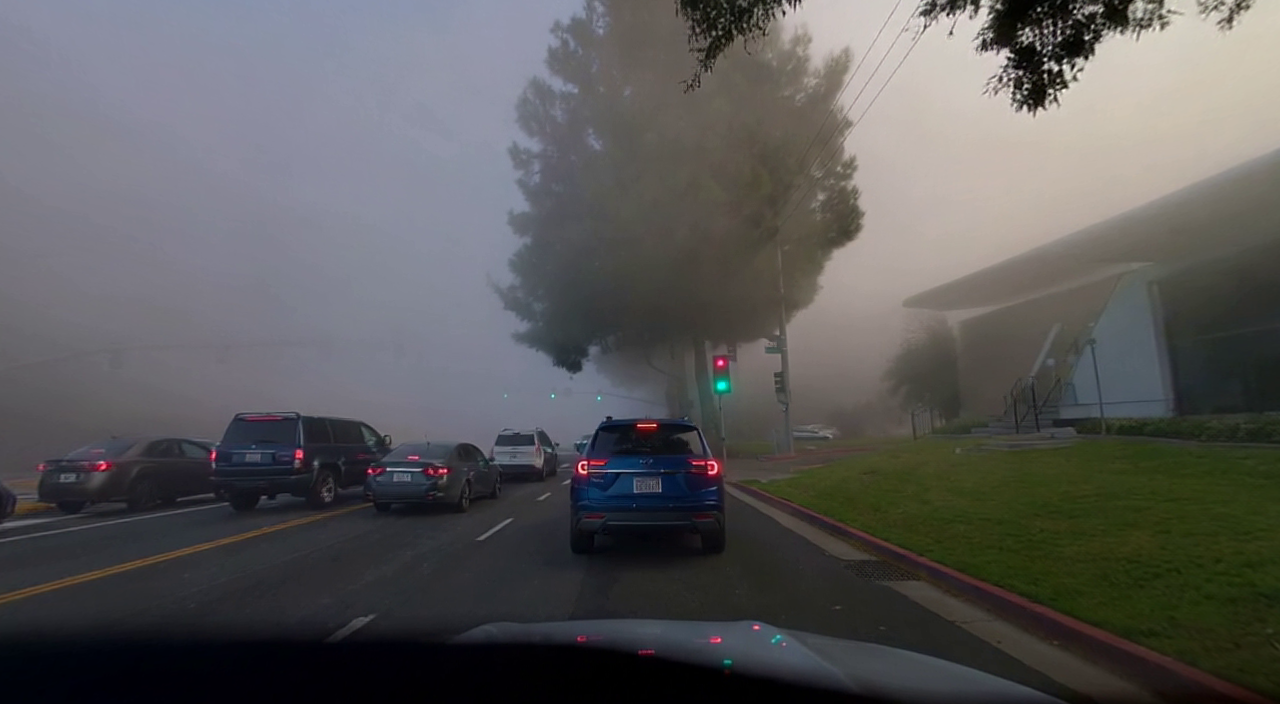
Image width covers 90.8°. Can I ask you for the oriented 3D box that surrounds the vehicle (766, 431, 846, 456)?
[{"bbox_3d":[10.081,5.609,38.655,4.450,1.439,1.796,-1,-9,3],"label":"vehicle"}]

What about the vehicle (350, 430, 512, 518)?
[{"bbox_3d":[-4.090,2.451,13.220,1.942,1.523,4.212,0,-9,0],"label":"vehicle"}]

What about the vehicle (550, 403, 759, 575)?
[{"bbox_3d":[0.105,1.675,8.462,2.055,1.681,4.270,0,-9,-1],"label":"vehicle"}]

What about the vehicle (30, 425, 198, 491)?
[{"bbox_3d":[-17.676,3.576,21.601,2.136,1.976,4.342,0,-9,-4],"label":"vehicle"}]

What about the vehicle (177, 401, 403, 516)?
[{"bbox_3d":[-7.405,2.343,14.254,2.195,2.093,5.185,0,-9,-2],"label":"vehicle"}]
